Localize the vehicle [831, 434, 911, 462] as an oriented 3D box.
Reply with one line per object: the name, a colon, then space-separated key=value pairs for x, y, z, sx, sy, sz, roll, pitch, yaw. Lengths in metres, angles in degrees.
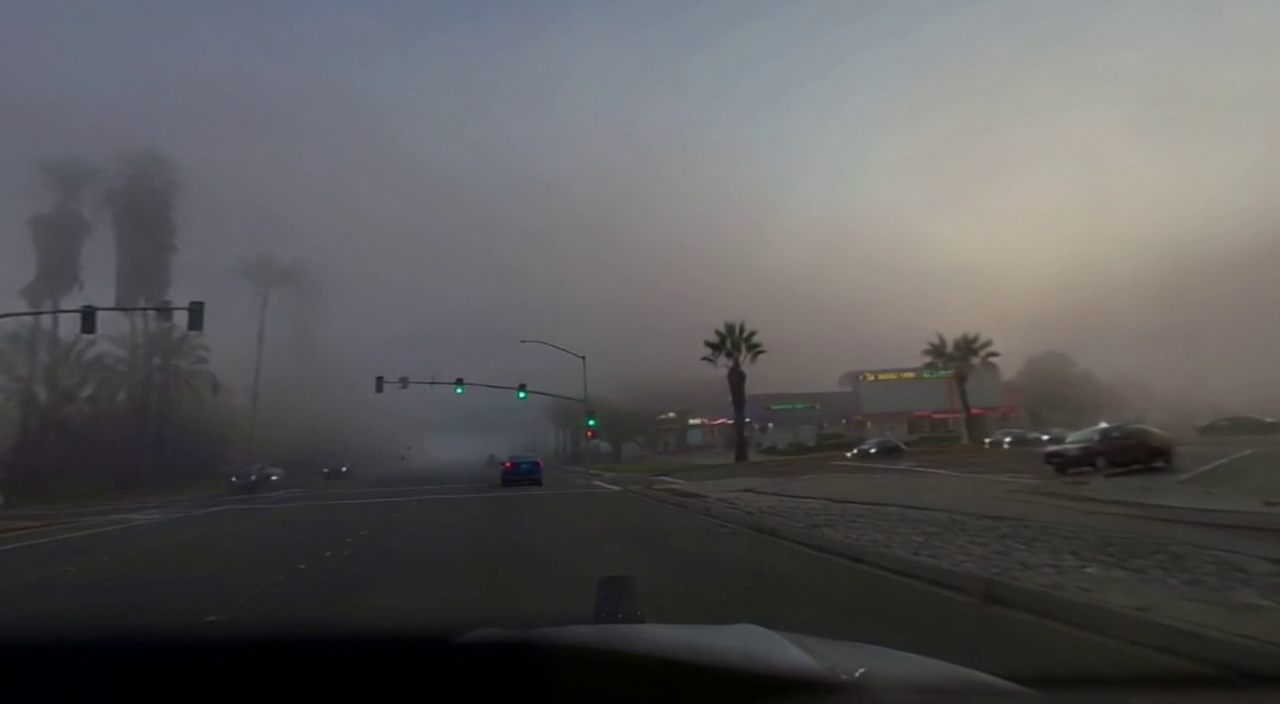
vehicle: x=13.371 y=5.603 z=36.902 sx=2.046 sy=1.481 sz=4.936 roll=1 pitch=-9 yaw=-12

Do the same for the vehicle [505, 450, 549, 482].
vehicle: x=-6.230 y=6.175 z=34.469 sx=1.969 sy=1.555 sz=4.431 roll=2 pitch=-9 yaw=-15

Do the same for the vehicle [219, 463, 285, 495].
vehicle: x=-22.148 y=7.241 z=36.250 sx=2.027 sy=1.534 sz=4.779 roll=2 pitch=-9 yaw=-17

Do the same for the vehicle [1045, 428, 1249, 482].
vehicle: x=14.262 y=2.891 z=17.898 sx=4.355 sy=1.398 sz=2.085 roll=1 pitch=-9 yaw=-11
